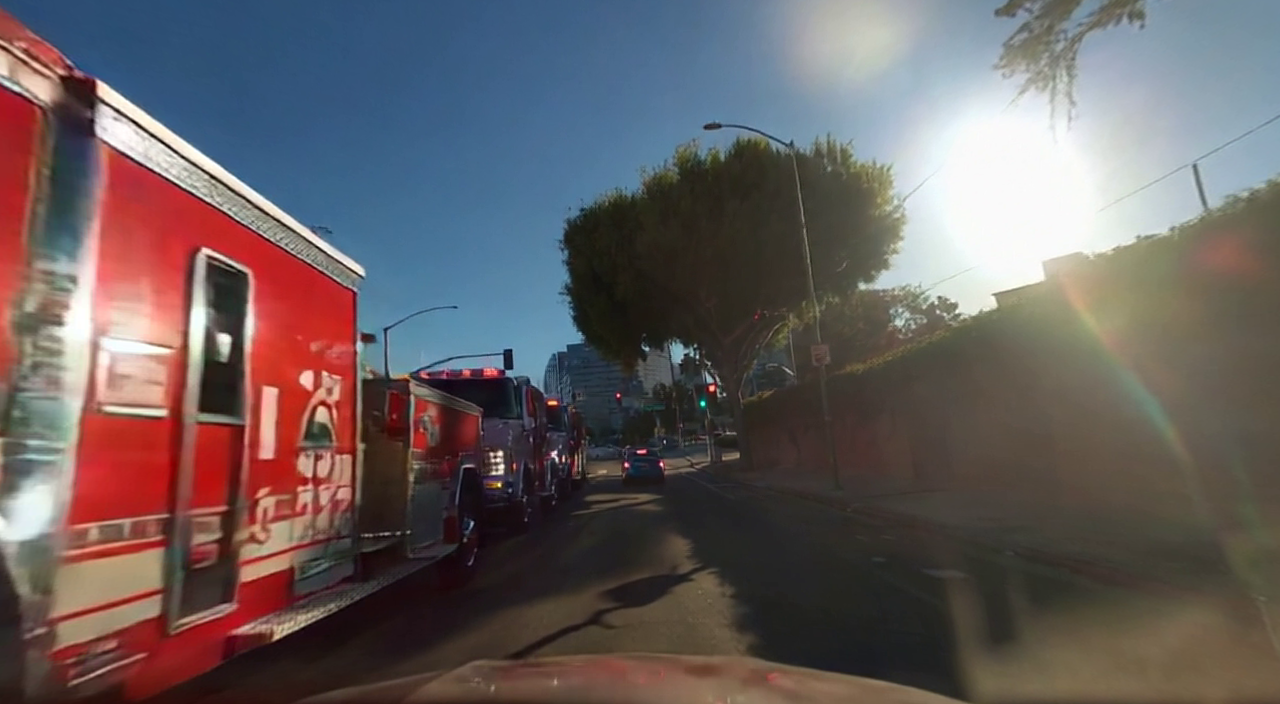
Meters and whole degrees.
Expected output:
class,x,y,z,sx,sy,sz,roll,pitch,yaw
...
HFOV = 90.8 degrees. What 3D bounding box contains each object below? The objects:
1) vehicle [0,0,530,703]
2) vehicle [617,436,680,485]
class,x,y,z,sx,sy,sz,roll,pitch,yaw
vehicle,-3.195,0.456,3.487,3.644,3.138,9.346,0,-9,-1
vehicle,0.242,4.586,26.849,2.332,1.831,4.930,0,-9,-3
